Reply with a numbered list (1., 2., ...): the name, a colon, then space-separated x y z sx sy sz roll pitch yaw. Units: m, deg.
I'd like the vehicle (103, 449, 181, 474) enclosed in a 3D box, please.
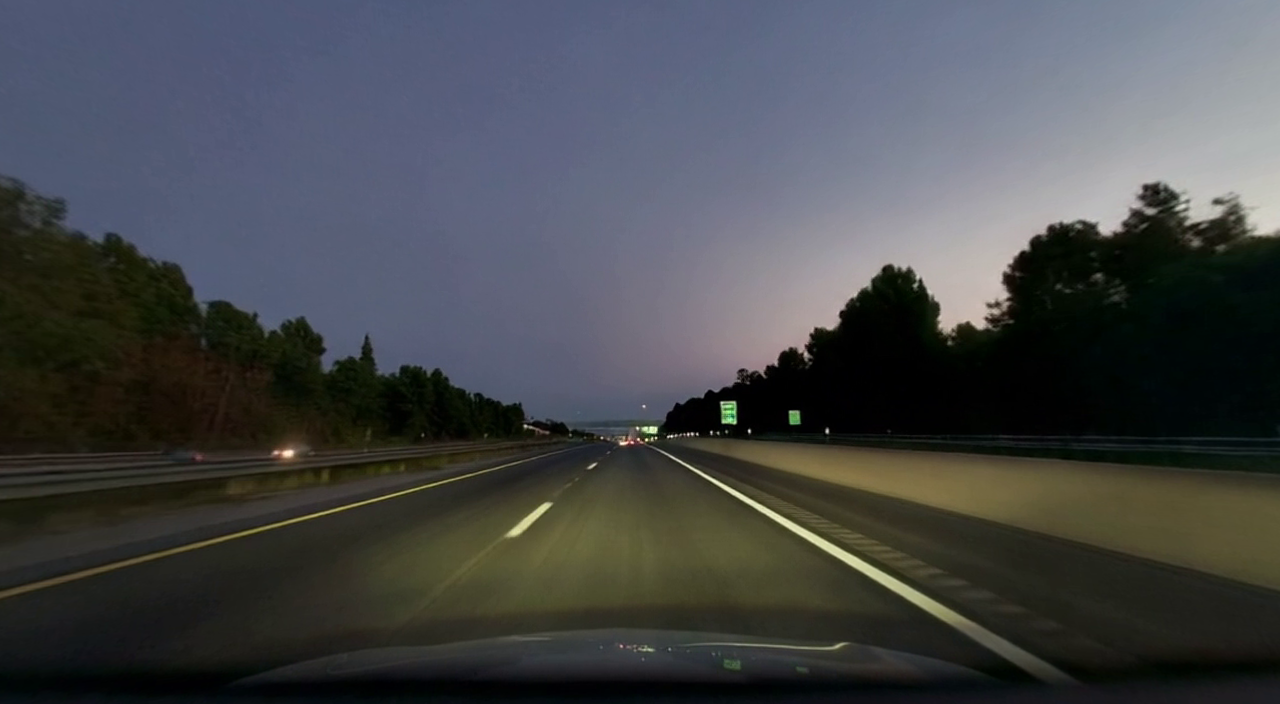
1. vehicle: -31.014 6.821 39.406 1.730 1.421 3.981 0 -8 -2
